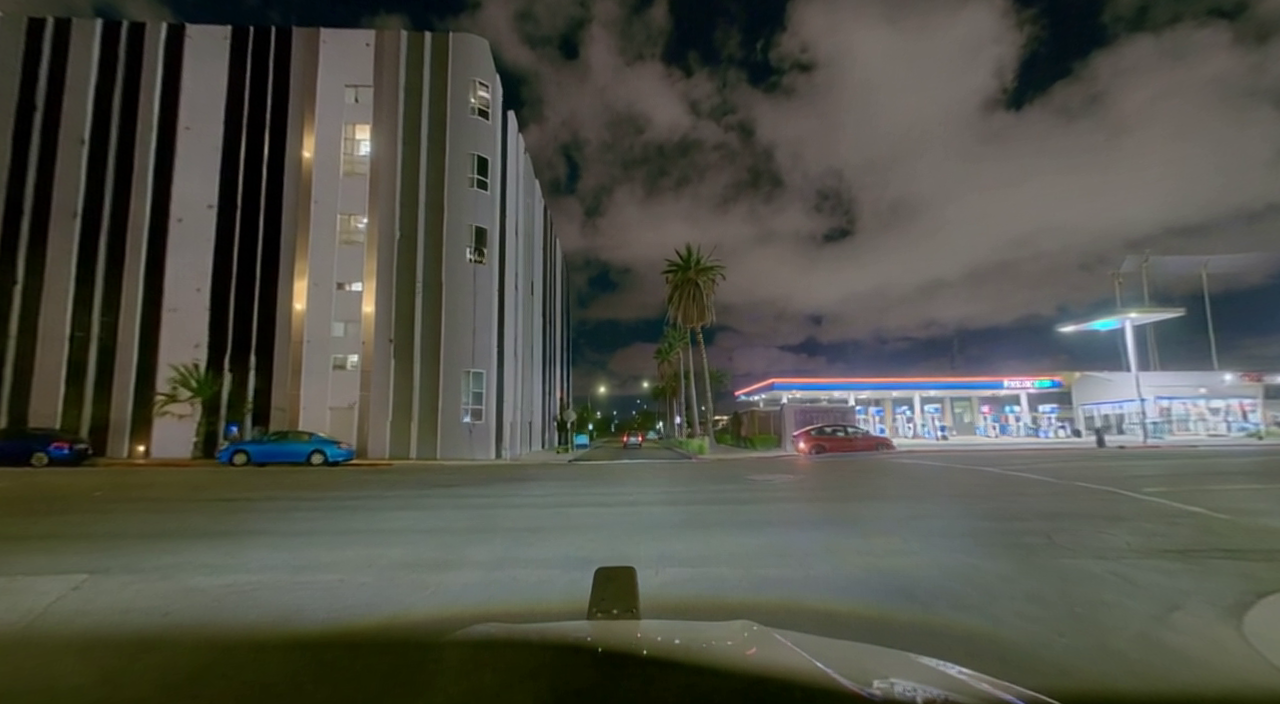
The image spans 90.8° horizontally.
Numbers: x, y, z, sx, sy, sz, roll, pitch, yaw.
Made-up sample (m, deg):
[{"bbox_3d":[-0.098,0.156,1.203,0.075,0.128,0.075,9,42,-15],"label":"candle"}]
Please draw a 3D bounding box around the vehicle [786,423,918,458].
[{"bbox_3d":[8.608,3.651,25.894,4.782,1.371,1.763,1,-9,-5],"label":"vehicle"}]

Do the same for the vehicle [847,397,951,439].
[{"bbox_3d":[16.166,4.168,39.665,5.524,2.504,2.196,1,-9,-3],"label":"vehicle"}]

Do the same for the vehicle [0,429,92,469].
[{"bbox_3d":[-23.634,3.620,23.707,4.321,1.430,1.775,0,-9,-2],"label":"vehicle"}]

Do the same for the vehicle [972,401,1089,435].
[{"bbox_3d":[28.517,4.832,46.303,7.026,2.329,2.545,1,-6,-4],"label":"vehicle"}]

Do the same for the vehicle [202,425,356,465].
[{"bbox_3d":[-13.939,3.618,24.562,4.857,1.497,1.811,0,-9,2],"label":"vehicle"}]
